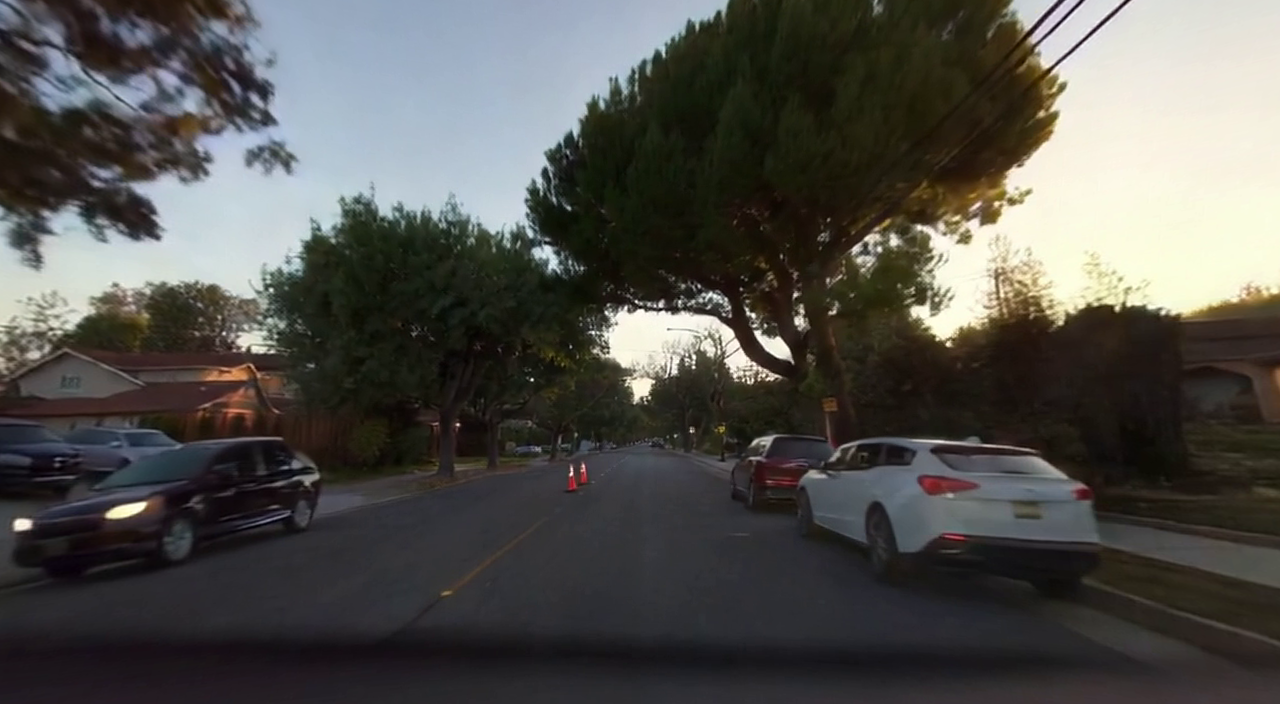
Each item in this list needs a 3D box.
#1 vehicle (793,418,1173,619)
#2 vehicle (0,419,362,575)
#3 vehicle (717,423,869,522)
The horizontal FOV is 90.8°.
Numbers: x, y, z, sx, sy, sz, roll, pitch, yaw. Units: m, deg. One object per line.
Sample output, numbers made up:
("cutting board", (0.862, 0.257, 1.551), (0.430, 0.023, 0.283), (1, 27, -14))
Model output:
("vehicle", (3.344, 1.683, 7.472), (1.896, 1.602, 4.571), (0, -8, 0))
("vehicle", (-6.922, 2.202, 10.416), (2.266, 1.877, 5.167), (-1, -9, 1))
("vehicle", (3.032, 2.509, 13.769), (2.056, 1.741, 4.810), (0, -8, -1))
